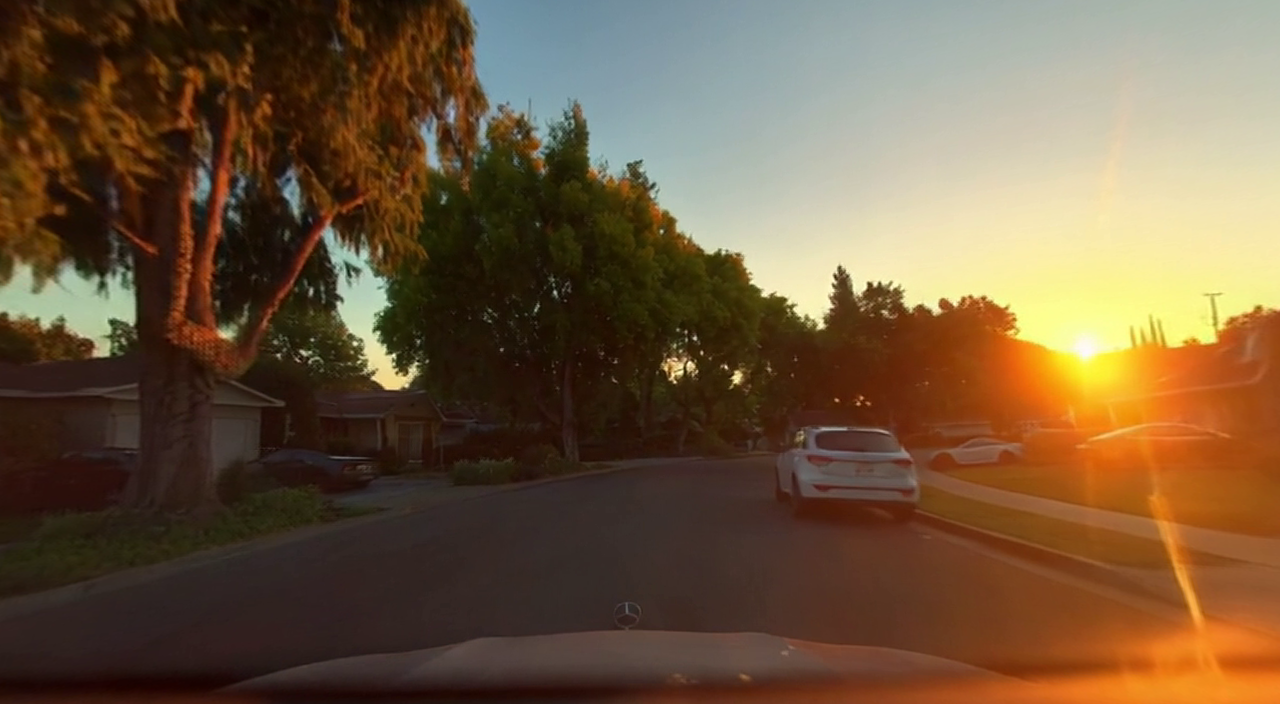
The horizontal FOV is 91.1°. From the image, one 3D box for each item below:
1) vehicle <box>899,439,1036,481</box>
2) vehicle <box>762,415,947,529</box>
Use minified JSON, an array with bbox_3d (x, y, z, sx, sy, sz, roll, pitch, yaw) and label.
[{"bbox_3d":[12.697,4.209,24.675,4.457,1.510,1.762,-3,-9,19],"label":"vehicle"},{"bbox_3d":[3.789,2.207,12.129,2.163,1.760,4.591,0,-8,3],"label":"vehicle"}]
